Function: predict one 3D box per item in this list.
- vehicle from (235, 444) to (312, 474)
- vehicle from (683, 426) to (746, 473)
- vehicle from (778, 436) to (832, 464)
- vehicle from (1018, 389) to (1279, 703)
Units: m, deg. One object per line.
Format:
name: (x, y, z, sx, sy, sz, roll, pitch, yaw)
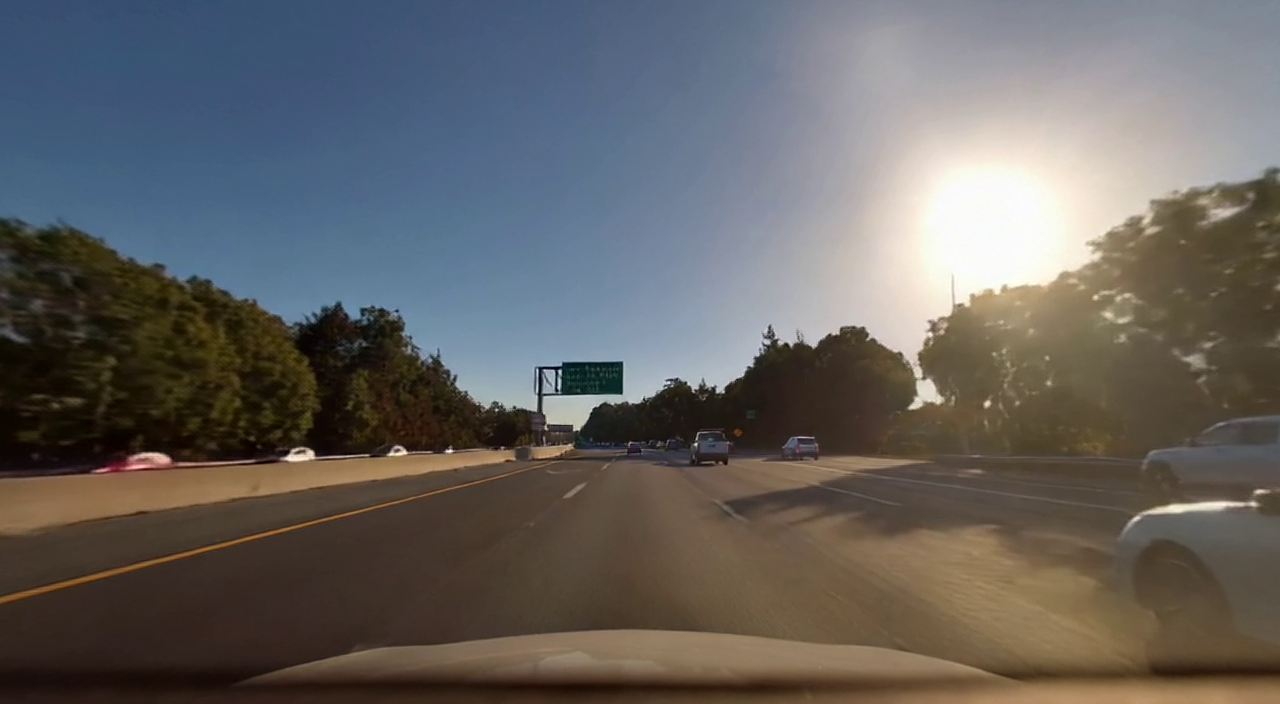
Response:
vehicle: (-25.127, 7.332, 43.445, 2.225, 1.894, 5.092, -1, -8, 0)
vehicle: (3.369, 4.562, 29.696, 2.218, 1.964, 5.662, 0, -8, 0)
vehicle: (10.504, 6.297, 40.595, 2.045, 1.658, 4.598, 0, -8, -2)
vehicle: (3.598, 0.825, 1.928, 1.978, 1.535, 4.705, -1, -8, 1)
